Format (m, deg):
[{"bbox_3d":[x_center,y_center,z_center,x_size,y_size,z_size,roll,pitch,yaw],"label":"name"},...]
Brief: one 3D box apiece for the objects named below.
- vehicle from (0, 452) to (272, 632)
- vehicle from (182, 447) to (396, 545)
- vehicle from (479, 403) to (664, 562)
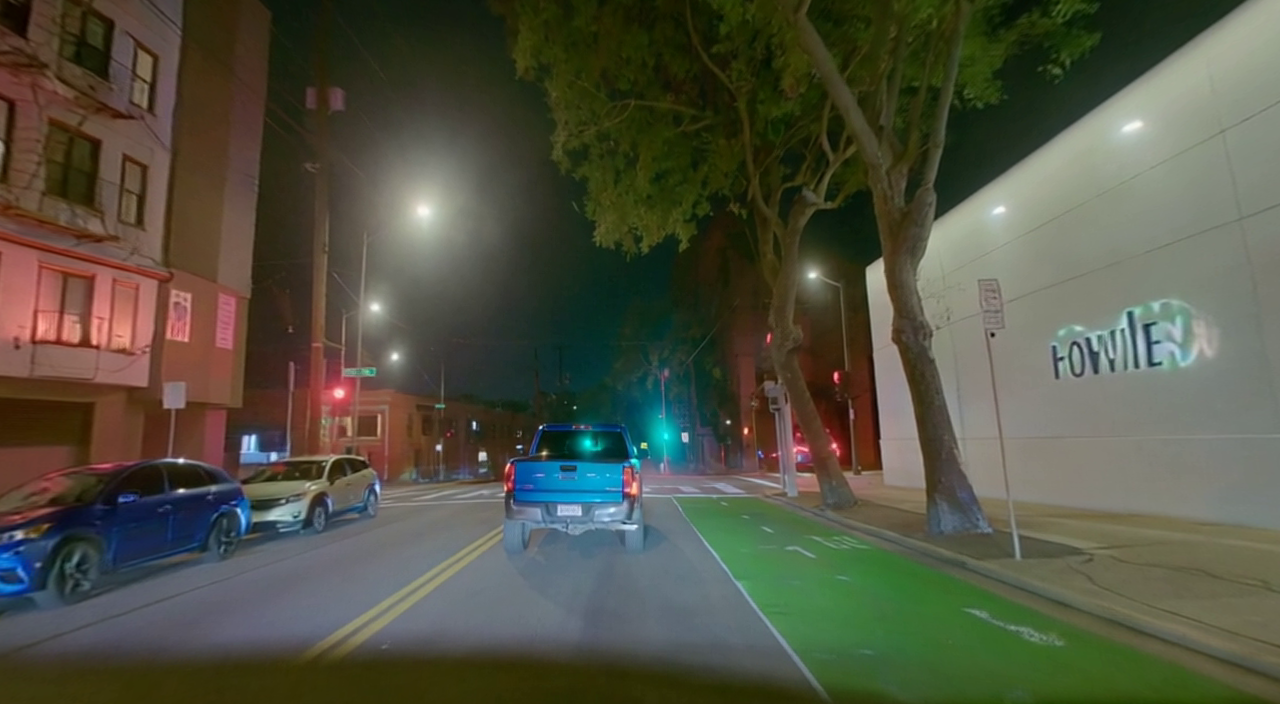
[{"bbox_3d":[-7.170,2.228,8.480,1.882,1.686,4.489,0,-8,-2],"label":"vehicle"},{"bbox_3d":[-7.422,3.021,14.147,1.884,1.730,5.076,0,-8,0],"label":"vehicle"},{"bbox_3d":[-0.802,1.902,9.957,2.215,1.882,4.611,0,-8,0],"label":"vehicle"}]
